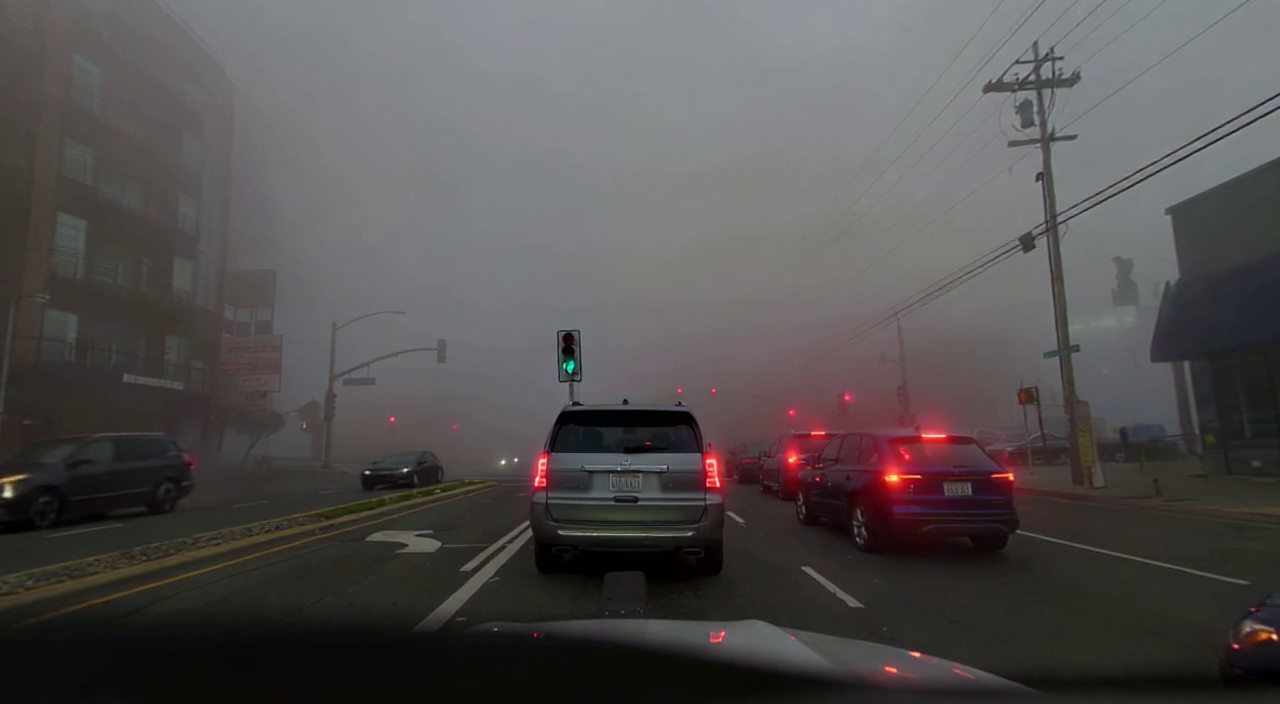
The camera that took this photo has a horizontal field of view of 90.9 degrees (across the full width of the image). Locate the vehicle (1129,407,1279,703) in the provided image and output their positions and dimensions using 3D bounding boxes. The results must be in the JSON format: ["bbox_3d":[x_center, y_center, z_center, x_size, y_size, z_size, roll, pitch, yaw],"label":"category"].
[{"bbox_3d":[3.370,0.724,0.809,1.884,1.484,4.609,0,-8,2],"label":"vehicle"}]

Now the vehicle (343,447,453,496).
[{"bbox_3d":[-8.146,4.043,21.715,1.930,1.484,4.252,0,-8,2],"label":"vehicle"}]

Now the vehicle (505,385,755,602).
[{"bbox_3d":[-0.002,1.534,7.672,2.154,1.861,4.280,0,-8,2],"label":"vehicle"}]

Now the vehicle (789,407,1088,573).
[{"bbox_3d":[3.627,1.752,8.793,2.036,1.719,4.318,0,-8,0],"label":"vehicle"}]

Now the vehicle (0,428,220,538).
[{"bbox_3d":[-11.868,2.606,13.326,2.224,1.840,5.290,0,-8,1],"label":"vehicle"}]
